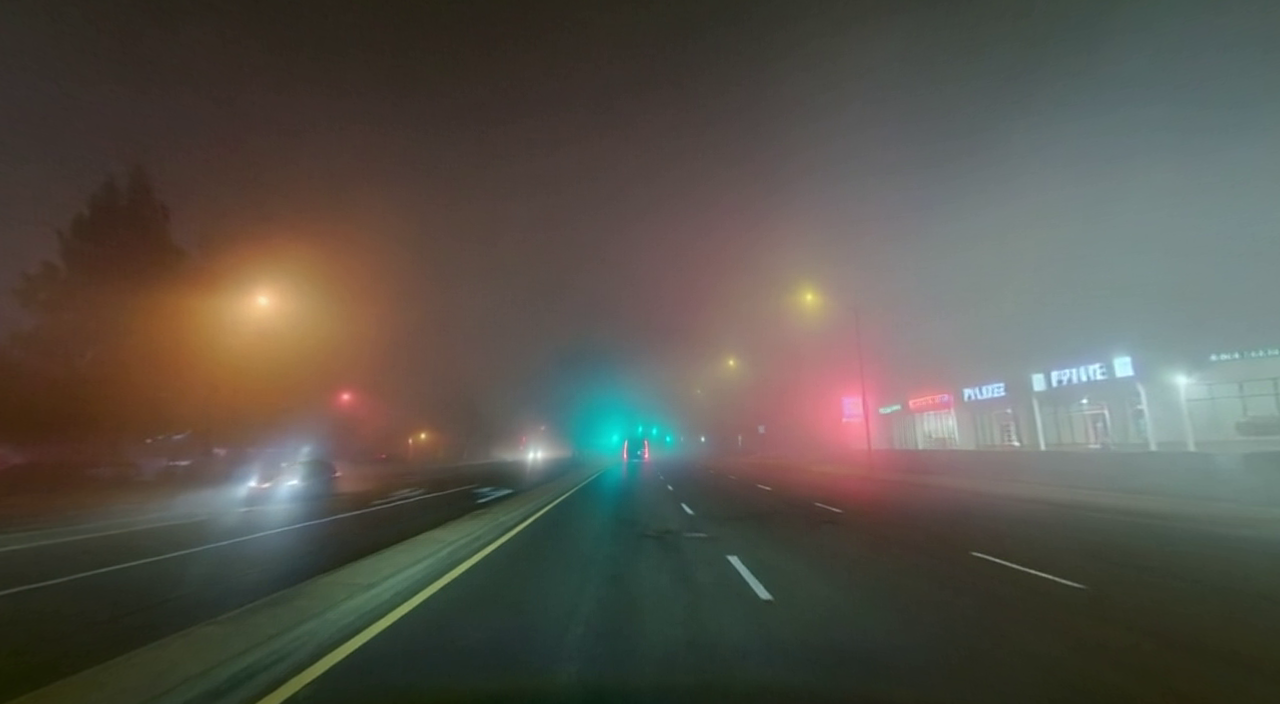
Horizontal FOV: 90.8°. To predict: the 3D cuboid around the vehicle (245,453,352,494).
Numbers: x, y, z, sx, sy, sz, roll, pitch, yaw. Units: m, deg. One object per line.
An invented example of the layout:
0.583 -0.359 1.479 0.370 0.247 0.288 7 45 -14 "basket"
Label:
-14.370 5.117 26.978 1.896 1.485 4.655 0 -8 1 "vehicle"
